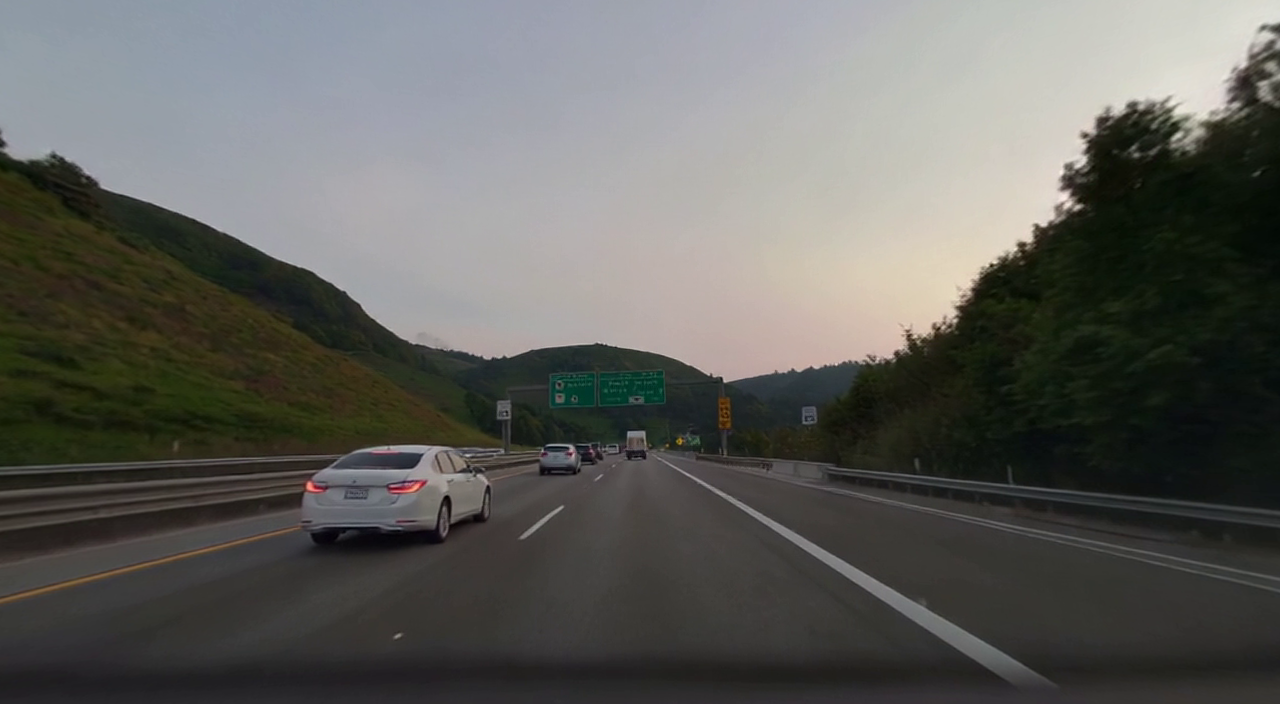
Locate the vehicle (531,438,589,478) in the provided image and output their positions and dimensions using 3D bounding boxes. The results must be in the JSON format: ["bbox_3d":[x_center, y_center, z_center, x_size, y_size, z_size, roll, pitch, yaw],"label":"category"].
[{"bbox_3d":[-3.563,4.836,28.910,2.073,1.694,4.162,0,-9,1],"label":"vehicle"}]

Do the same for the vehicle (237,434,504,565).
[{"bbox_3d":[-3.514,2.004,9.376,1.988,1.440,4.504,0,-9,0],"label":"vehicle"}]
